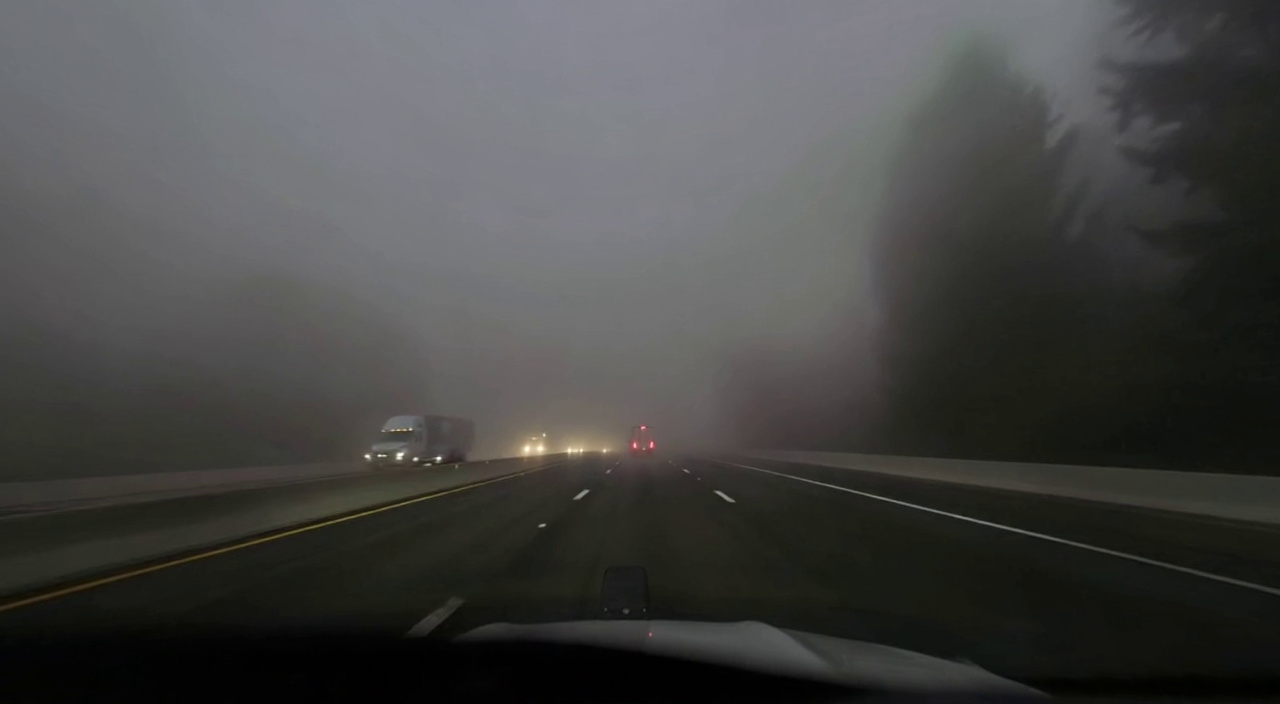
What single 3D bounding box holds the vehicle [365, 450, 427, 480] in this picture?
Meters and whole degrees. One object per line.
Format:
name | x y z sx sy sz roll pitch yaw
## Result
vehicle | -13.766 6.377 35.719 1.823 1.494 4.125 0 -8 1
